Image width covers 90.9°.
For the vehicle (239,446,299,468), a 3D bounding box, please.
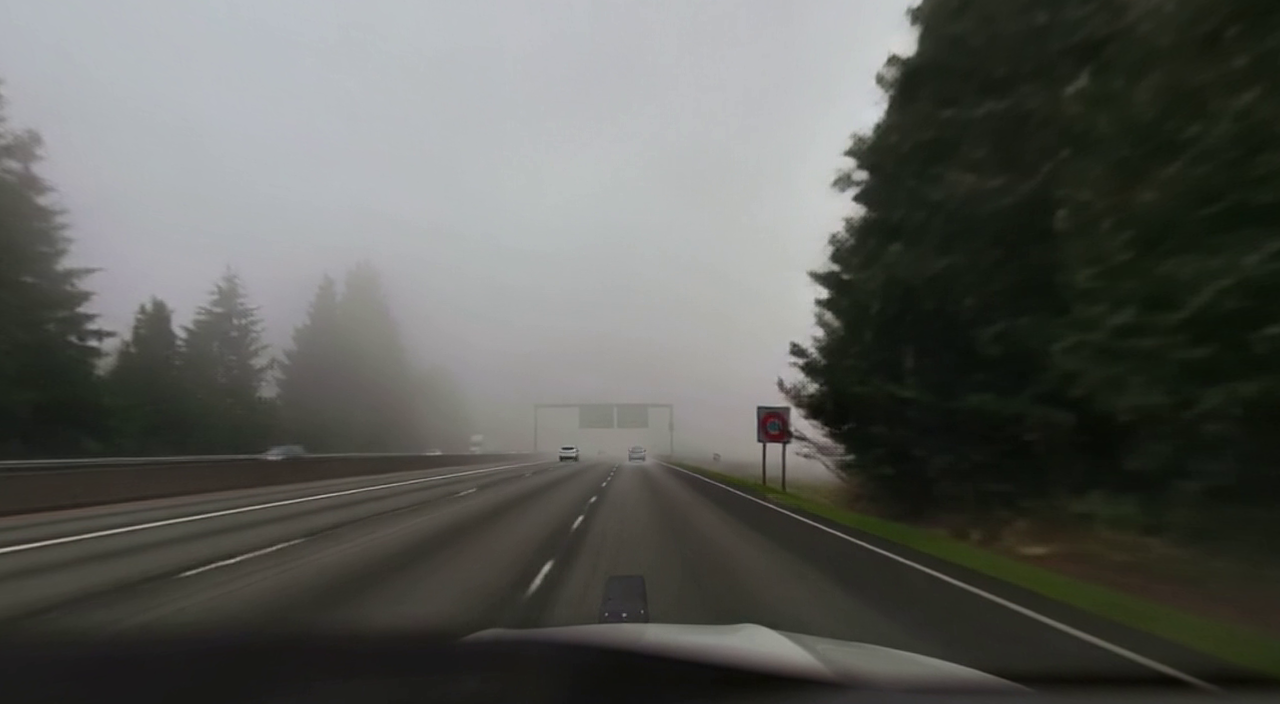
[{"bbox_3d":[-27.144,7.704,46.264,1.830,1.555,4.277,0,-9,0],"label":"vehicle"}]
